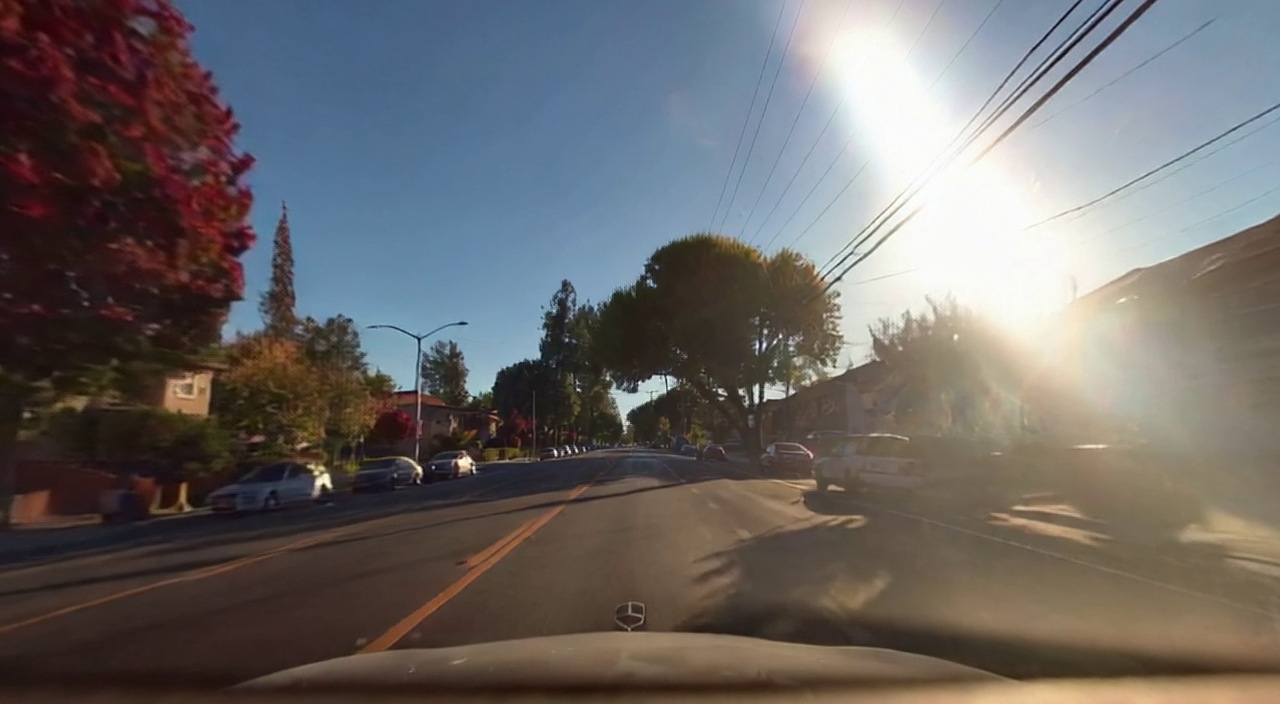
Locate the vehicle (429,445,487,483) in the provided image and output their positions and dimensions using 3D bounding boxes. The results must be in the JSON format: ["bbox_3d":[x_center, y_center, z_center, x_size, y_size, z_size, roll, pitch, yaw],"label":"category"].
[{"bbox_3d":[-10.342,6.324,36.060,1.984,1.762,4.266,-4,-7,0],"label":"vehicle"}]

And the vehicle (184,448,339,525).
[{"bbox_3d":[-10.398,3.661,17.776,1.974,1.696,4.336,-3,-8,-4],"label":"vehicle"}]

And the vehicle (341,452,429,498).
[{"bbox_3d":[-10.546,5.059,26.398,1.932,1.472,4.516,-3,-7,-2],"label":"vehicle"}]

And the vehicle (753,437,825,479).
[{"bbox_3d":[6.826,4.905,29.411,2.194,1.741,4.800,-1,-9,0],"label":"vehicle"}]

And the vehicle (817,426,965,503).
[{"bbox_3d":[6.788,3.101,17.775,2.128,1.823,4.834,-1,-9,0],"label":"vehicle"}]
